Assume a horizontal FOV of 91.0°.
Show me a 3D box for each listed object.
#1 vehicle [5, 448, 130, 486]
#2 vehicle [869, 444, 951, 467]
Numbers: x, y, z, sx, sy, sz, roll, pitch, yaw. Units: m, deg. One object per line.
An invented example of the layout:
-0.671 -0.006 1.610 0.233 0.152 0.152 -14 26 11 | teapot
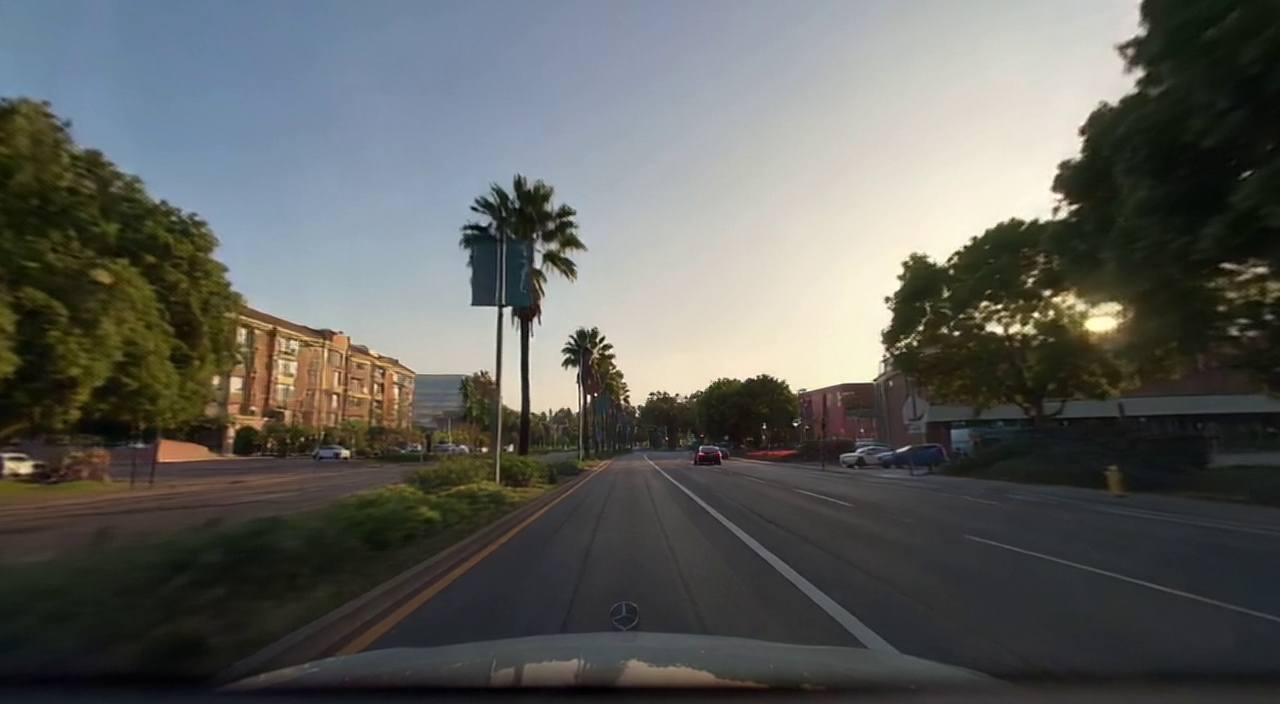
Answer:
-26.539 5.348 29.428 1.914 1.581 4.486 -1 -9 -6 | vehicle
17.707 6.781 41.430 4.526 1.429 1.815 0 -8 2 | vehicle
